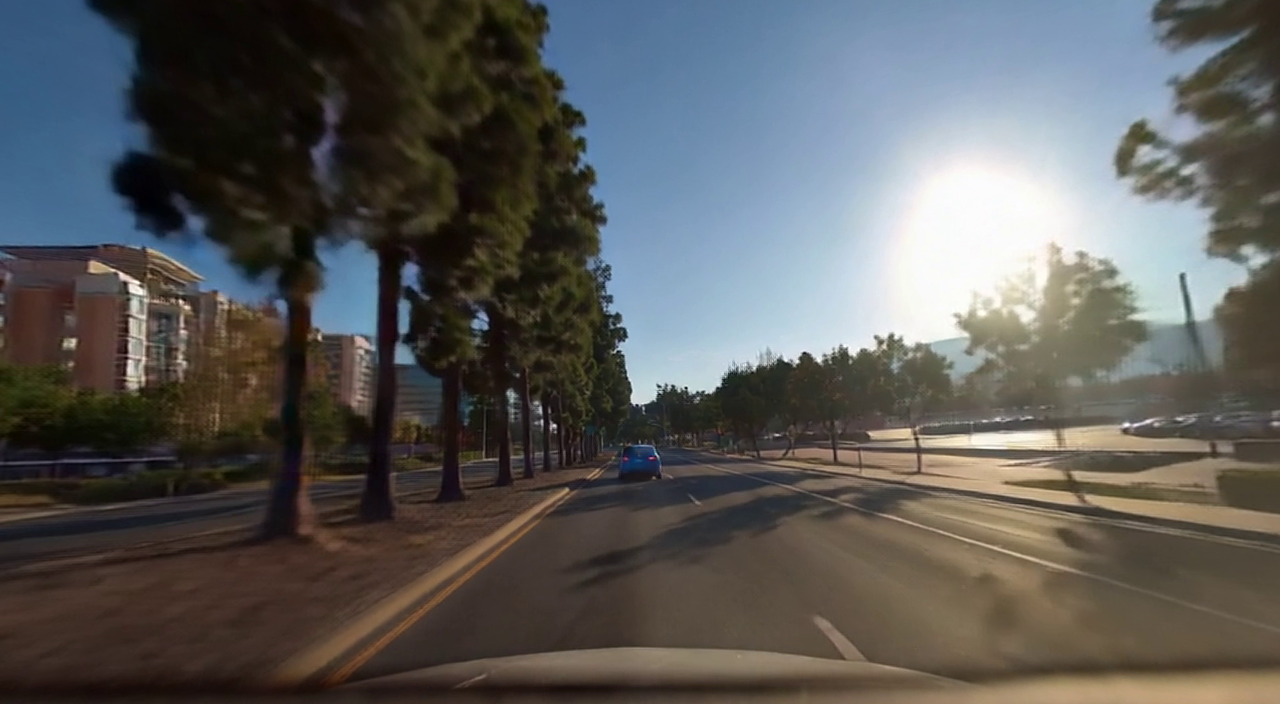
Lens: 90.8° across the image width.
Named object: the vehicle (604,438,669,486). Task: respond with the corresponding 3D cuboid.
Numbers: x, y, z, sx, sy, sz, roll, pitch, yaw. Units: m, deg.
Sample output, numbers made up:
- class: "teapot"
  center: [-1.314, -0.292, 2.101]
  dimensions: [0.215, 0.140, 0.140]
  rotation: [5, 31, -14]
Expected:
- class: "vehicle"
  center: [-0.127, 3.807, 22.246]
  dimensions: [2.042, 1.479, 4.601]
  rotation: [0, -8, 0]
